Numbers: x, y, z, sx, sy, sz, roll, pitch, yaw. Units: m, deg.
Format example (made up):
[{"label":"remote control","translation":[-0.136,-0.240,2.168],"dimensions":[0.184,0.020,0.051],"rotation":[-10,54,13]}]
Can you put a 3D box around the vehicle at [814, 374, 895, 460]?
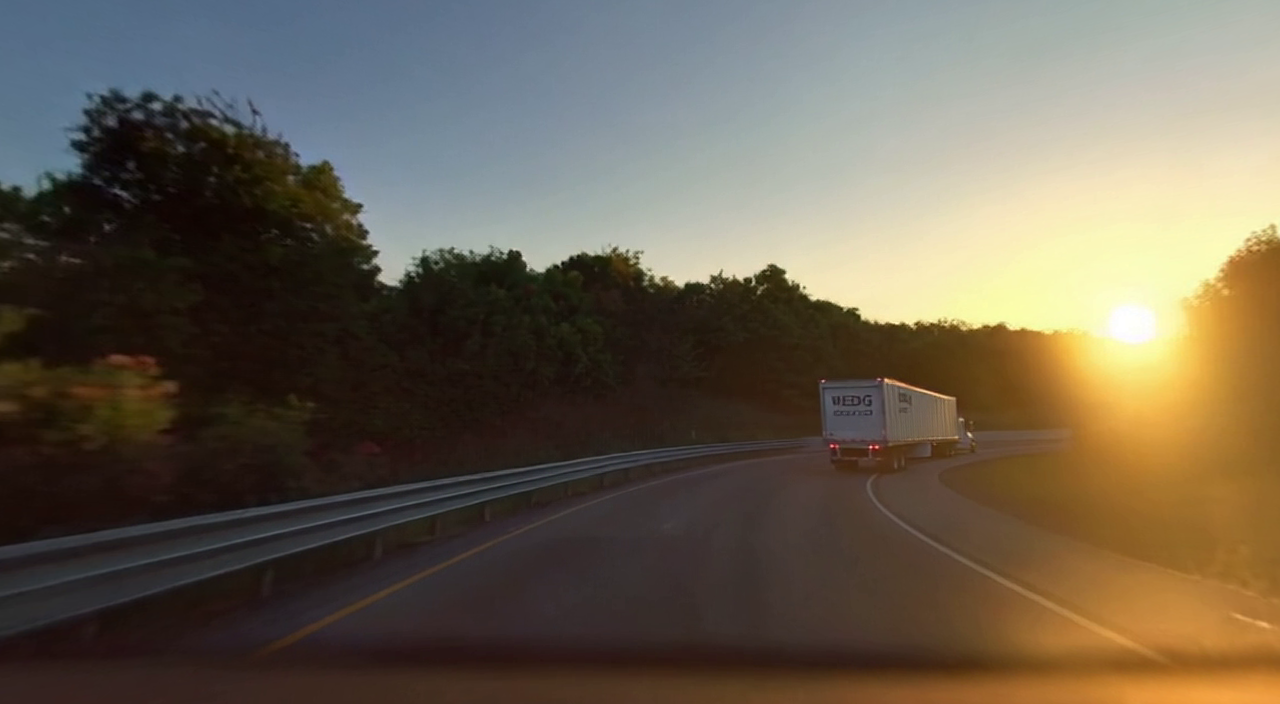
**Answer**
[{"label":"vehicle","translation":[10.189,3.143,29.814],"dimensions":[2.963,3.771,3.137],"rotation":[-4,-9,29]}]

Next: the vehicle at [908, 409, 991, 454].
[{"label":"vehicle","translation":[19.157,4.934,38.752],"dimensions":[6.650,2.524,2.120],"rotation":[7,-10,-42]}]
